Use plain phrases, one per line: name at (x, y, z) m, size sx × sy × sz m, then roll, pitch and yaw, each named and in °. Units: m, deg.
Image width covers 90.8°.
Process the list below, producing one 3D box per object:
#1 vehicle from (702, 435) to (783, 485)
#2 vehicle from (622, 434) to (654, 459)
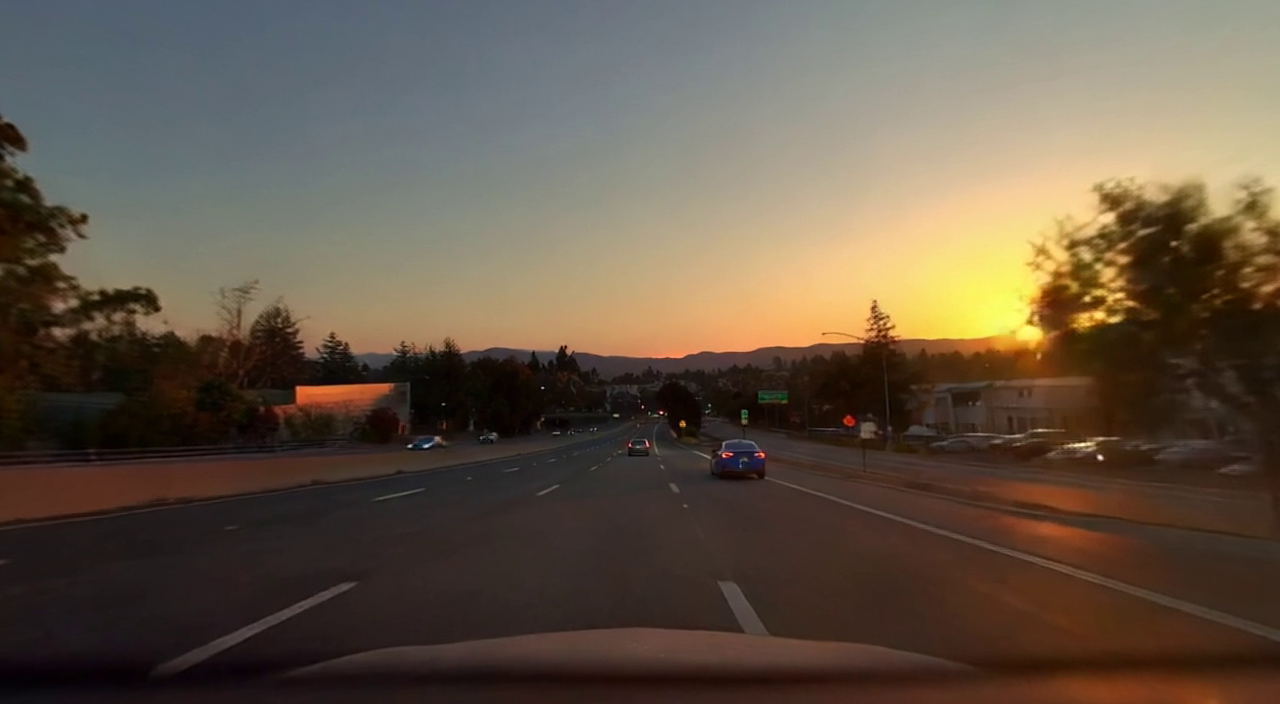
vehicle at (3.413, 3.701, 21.963) m, size 2.029 × 1.528 × 4.644 m, roll 0°, pitch -8°, yaw 0°
vehicle at (-0.113, 6.657, 44.498) m, size 2.127 × 1.692 × 4.382 m, roll 0°, pitch -8°, yaw 1°
